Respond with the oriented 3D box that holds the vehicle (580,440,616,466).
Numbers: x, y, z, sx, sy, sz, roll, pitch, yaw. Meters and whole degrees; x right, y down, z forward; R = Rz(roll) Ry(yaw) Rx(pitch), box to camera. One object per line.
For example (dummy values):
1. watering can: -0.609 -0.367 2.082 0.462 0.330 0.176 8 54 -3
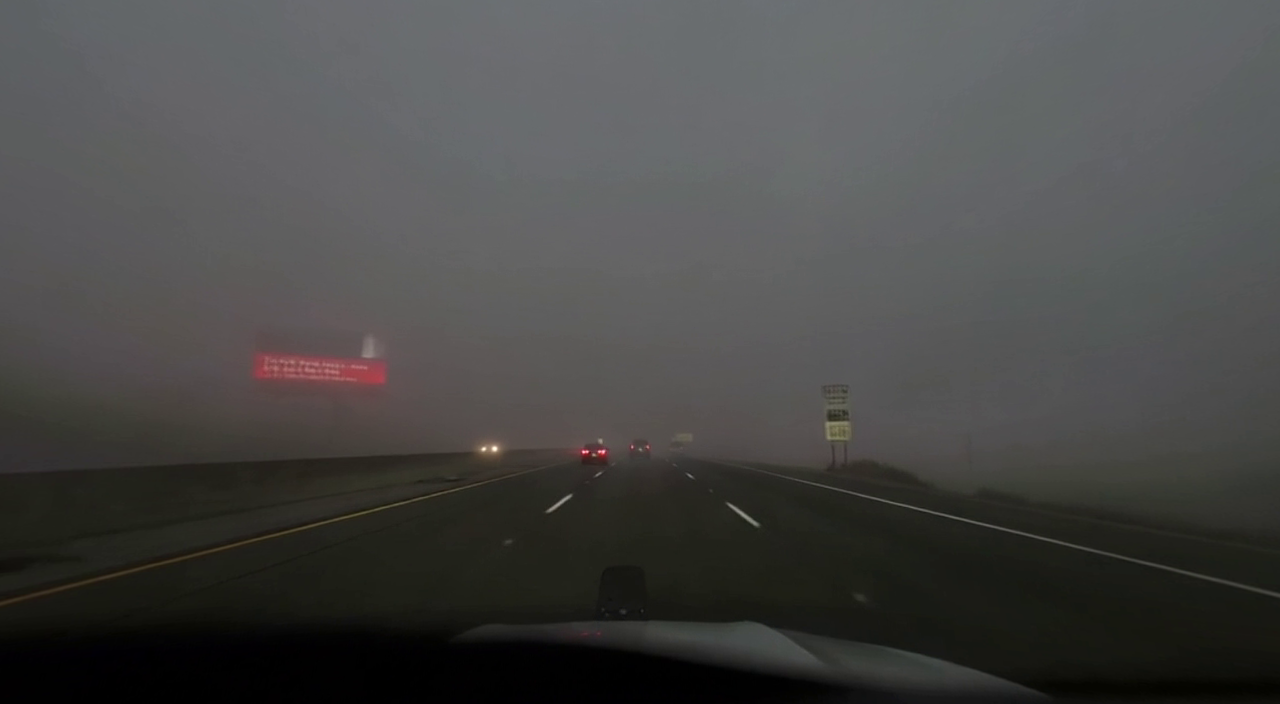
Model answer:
1. vehicle: -2.980 7.332 45.993 2.319 1.738 4.355 0 -8 0
